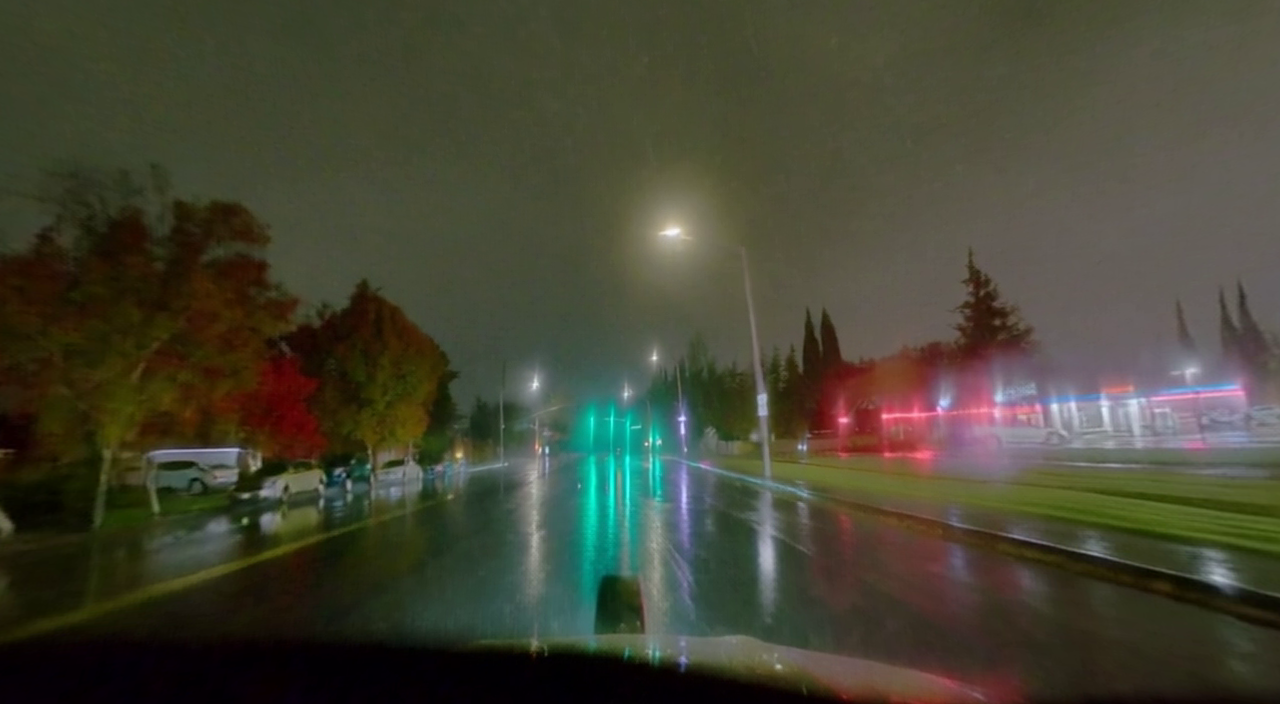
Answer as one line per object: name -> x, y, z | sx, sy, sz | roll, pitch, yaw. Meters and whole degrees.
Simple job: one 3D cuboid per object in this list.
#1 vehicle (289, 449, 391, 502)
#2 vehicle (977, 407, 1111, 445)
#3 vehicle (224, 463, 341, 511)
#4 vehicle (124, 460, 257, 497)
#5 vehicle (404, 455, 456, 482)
vehicle -> -13.179, 5.407, 28.141 | 2.351, 1.905, 5.138 | -4, -9, -4
vehicle -> 24.083, 4.539, 37.997 | 2.392, 1.996, 6.238 | 5, -10, -33
vehicle -> -12.901, 4.848, 23.131 | 1.958, 1.457, 4.254 | 0, -9, -3
vehicle -> -25.302, 7.114, 35.735 | 5.661, 1.896, 2.302 | 0, -9, -2
vehicle -> -13.565, 7.519, 41.169 | 1.897, 1.564, 4.875 | 0, -9, -2
